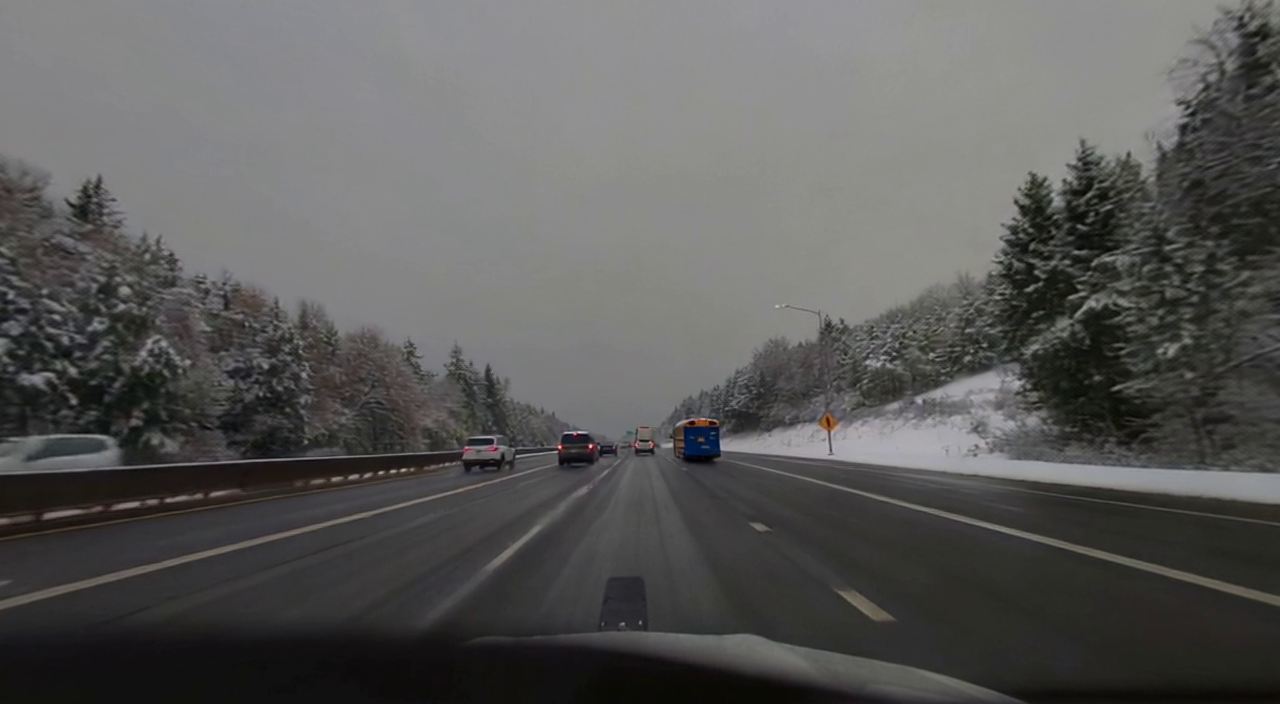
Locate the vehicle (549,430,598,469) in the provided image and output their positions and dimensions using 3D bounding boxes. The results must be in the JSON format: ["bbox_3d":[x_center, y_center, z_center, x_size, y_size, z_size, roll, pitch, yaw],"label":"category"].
[{"bbox_3d":[-3.396,5.099,33.037,2.016,1.898,4.458,0,-8,1],"label":"vehicle"}]

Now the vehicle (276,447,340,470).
[{"bbox_3d":[-22.437,7.182,42.791,1.812,1.478,4.667,0,-8,0],"label":"vehicle"}]

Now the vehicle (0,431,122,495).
[{"bbox_3d":[-18.890,3.256,18.676,2.484,1.728,5.420,0,-8,-1],"label":"vehicle"}]

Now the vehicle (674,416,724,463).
[{"bbox_3d":[3.758,5.835,41.779,2.573,2.828,6.754,0,-8,0],"label":"vehicle"}]

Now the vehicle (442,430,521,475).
[{"bbox_3d":[-7.126,4.590,28.966,2.217,1.870,5.075,0,-8,1],"label":"vehicle"}]
